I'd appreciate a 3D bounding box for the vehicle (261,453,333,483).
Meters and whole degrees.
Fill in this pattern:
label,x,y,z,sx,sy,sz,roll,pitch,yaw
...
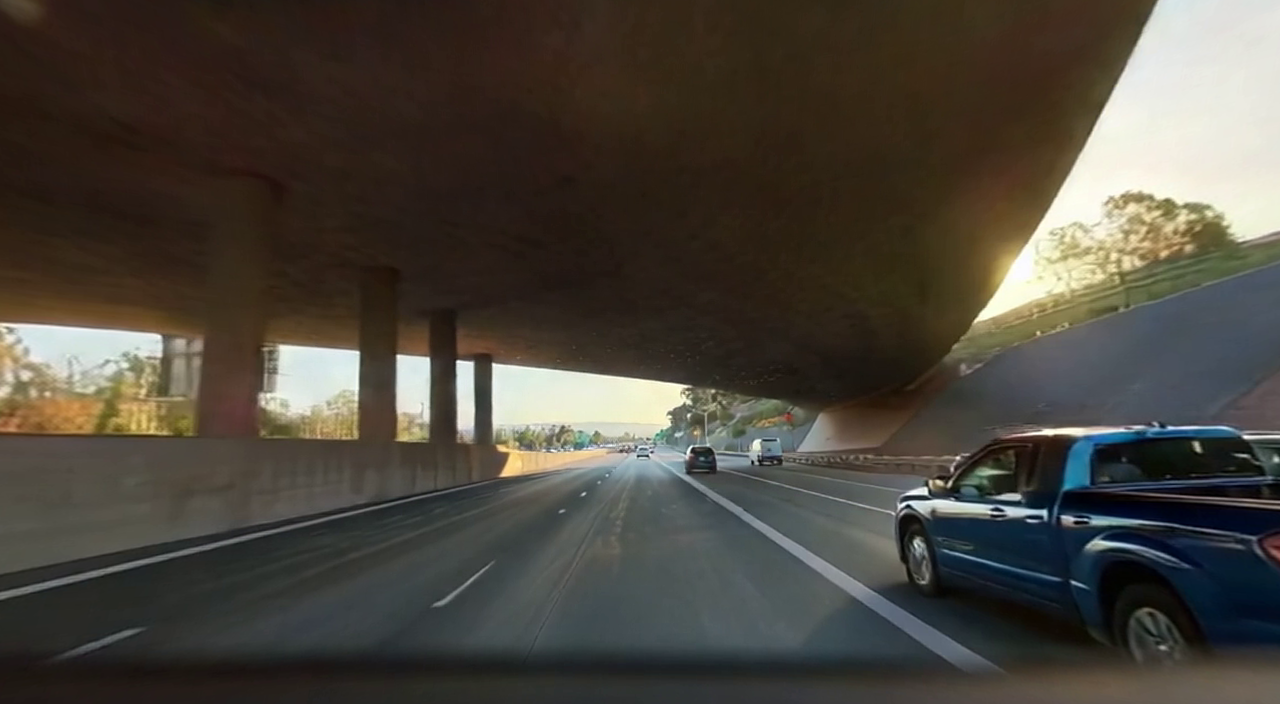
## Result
label,x,y,z,sx,sy,sz,roll,pitch,yaw
vehicle,-22.045,7.441,40.774,1.958,1.738,4.621,0,-8,1

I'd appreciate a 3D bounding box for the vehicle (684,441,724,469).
label,x,y,z,sx,sy,sz,roll,pitch,yaw
vehicle,3.934,6.388,39.367,2.014,1.643,4.039,0,-8,-1

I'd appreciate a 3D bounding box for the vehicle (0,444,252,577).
label,x,y,z,sx,sy,sz,roll,pitch,yaw
vehicle,-8.052,2.131,9.359,1.920,1.491,4.155,0,-8,0

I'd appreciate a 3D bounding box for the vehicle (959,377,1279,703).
label,x,y,z,sx,sy,sz,roll,pitch,yaw
vehicle,3.240,0.805,1.839,2.119,1.524,4.807,0,-8,0

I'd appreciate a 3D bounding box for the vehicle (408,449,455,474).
label,x,y,z,sx,sy,sz,roll,pitch,yaw
vehicle,-15.182,7.967,46.146,1.923,1.659,4.334,0,-8,1
